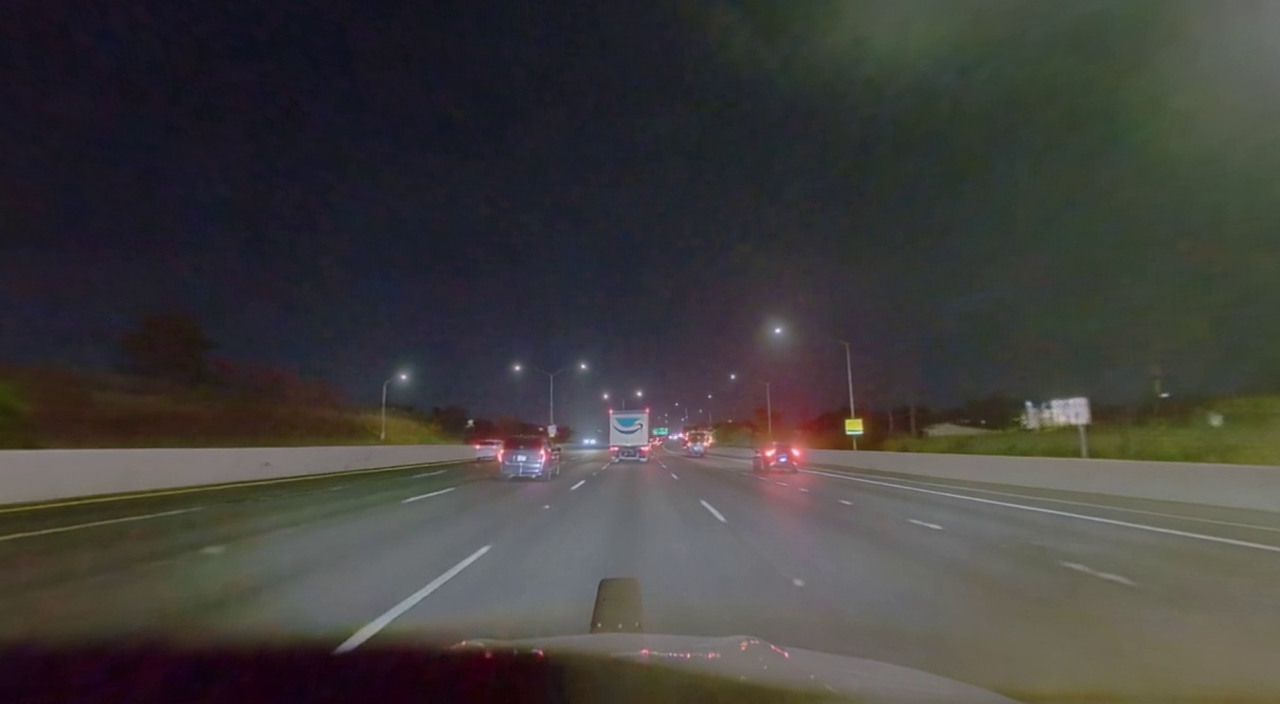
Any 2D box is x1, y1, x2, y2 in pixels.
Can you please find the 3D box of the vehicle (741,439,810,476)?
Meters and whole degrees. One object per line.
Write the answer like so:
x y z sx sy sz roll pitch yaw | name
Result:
6.069 4.762 28.697 1.970 1.499 4.491 1 -9 -2 | vehicle

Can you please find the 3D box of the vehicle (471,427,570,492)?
-3.409 3.176 18.918 2.095 1.688 4.188 0 -9 1 | vehicle

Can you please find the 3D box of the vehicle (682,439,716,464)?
4.104 6.979 44.425 2.067 1.654 3.985 0 -8 0 | vehicle

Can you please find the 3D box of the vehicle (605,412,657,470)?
-0.398 4.661 32.874 2.456 2.705 6.251 0 -9 0 | vehicle
